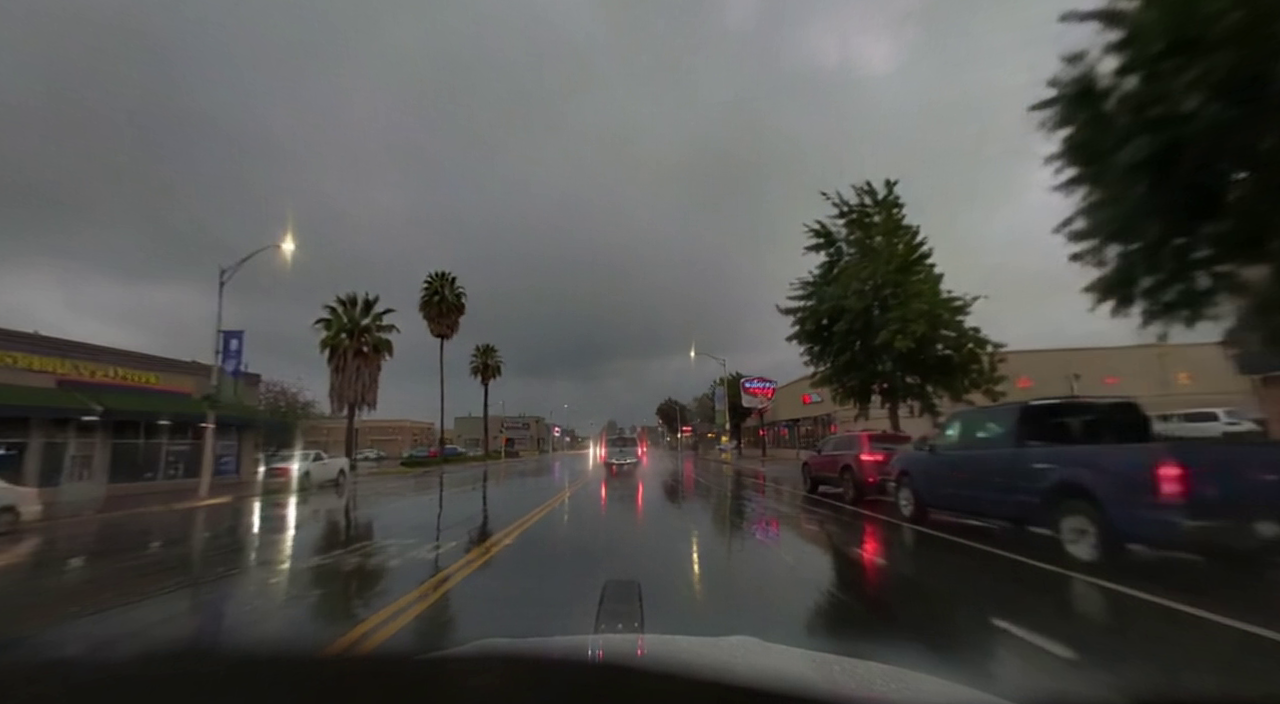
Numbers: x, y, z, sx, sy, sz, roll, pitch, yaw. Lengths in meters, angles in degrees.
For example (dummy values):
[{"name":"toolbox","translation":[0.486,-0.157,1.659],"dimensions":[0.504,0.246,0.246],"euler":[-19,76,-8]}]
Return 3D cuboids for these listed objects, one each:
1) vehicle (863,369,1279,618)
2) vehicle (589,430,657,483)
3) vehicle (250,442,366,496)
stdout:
[{"name":"vehicle","translation":[5.450,1.599,8.236],"dimensions":[2.568,1.974,6.203],"euler":[2,-8,-2]},{"name":"vehicle","translation":[-0.581,3.776,23.039],"dimensions":[2.239,1.763,4.096],"euler":[0,-8,-1]},{"name":"vehicle","translation":[-13.543,4.759,26.117],"dimensions":[2.296,1.847,4.856],"euler":[-4,-8,-1]}]
